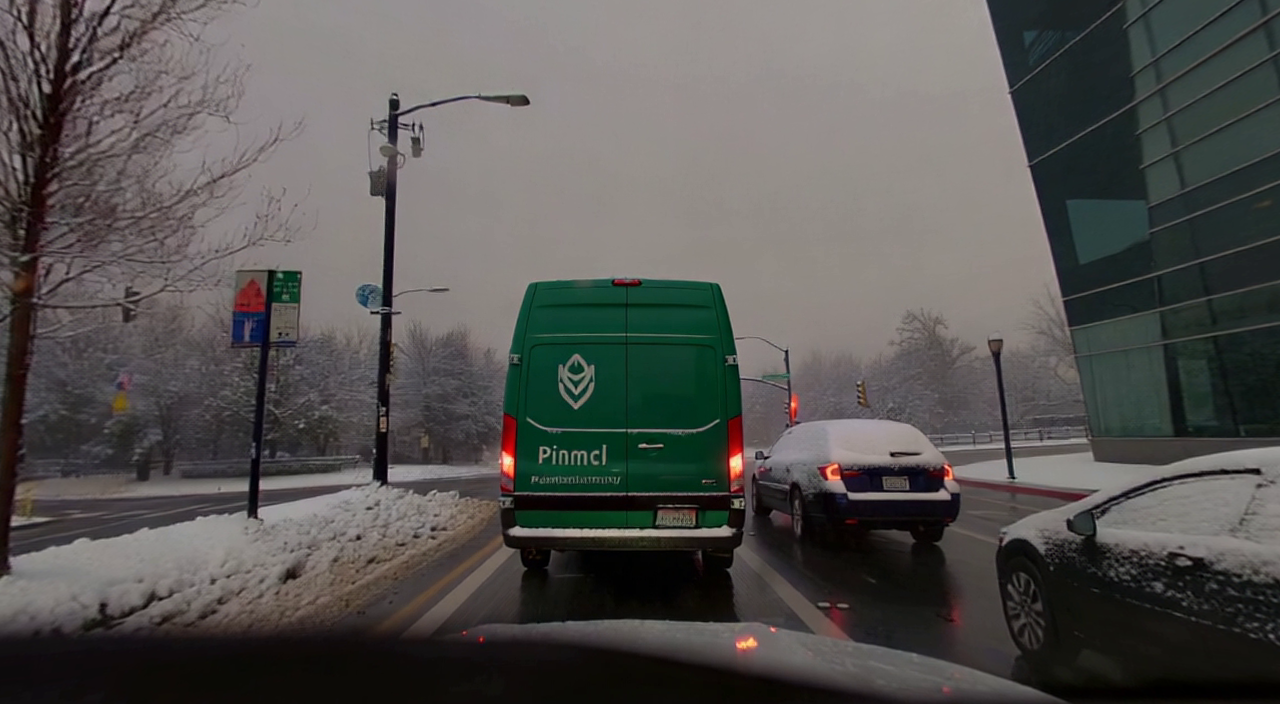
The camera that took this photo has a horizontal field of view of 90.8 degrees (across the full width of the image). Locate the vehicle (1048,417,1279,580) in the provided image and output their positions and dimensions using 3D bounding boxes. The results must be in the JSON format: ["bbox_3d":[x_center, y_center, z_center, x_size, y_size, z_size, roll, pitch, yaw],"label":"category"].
[{"bbox_3d":[7.531,1.587,7.019,1.963,1.669,4.678,3,-9,-20],"label":"vehicle"}]

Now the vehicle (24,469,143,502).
[{"bbox_3d":[-31.097,7.450,35.412,4.806,1.652,1.869,0,-8,-2],"label":"vehicle"}]

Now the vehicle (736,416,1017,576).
[{"bbox_3d":[2.876,1.868,9.050,2.183,1.676,4.506,0,-8,-1],"label":"vehicle"}]

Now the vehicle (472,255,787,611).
[{"bbox_3d":[-0.045,1.181,9.077,2.613,3.035,7.342,0,-8,1],"label":"vehicle"}]
